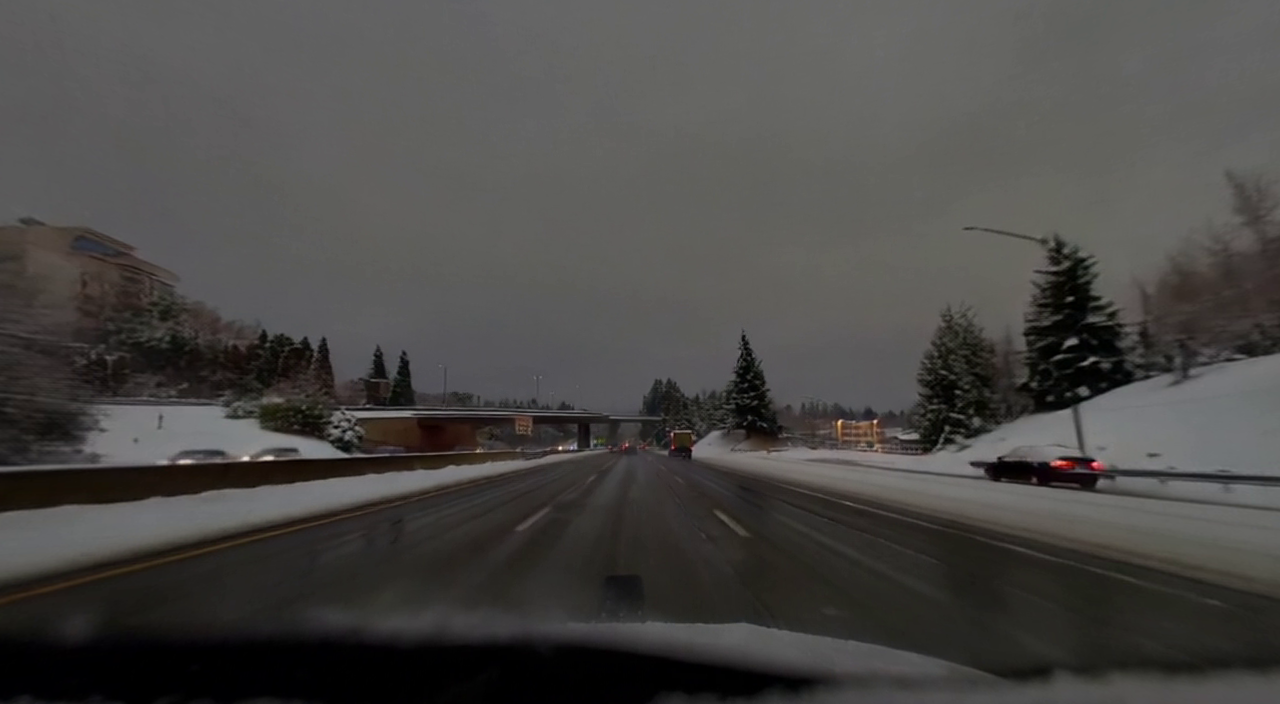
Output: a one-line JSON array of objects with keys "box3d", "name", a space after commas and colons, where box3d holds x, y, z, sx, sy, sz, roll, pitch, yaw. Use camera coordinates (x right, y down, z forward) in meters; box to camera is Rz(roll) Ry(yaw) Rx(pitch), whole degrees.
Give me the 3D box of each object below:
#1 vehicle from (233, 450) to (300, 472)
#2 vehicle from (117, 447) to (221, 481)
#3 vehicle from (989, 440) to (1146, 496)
[{"box3d": [-26.695, 7.764, 45.316, 1.909, 1.473, 4.754, 0, -9, 0], "name": "vehicle"}, {"box3d": [-22.934, 5.451, 30.977, 1.858, 1.549, 4.173, 0, -9, 0], "name": "vehicle"}, {"box3d": [12.828, 3.477, 19.363, 1.878, 1.509, 4.327, 0, -9, 2], "name": "vehicle"}]
